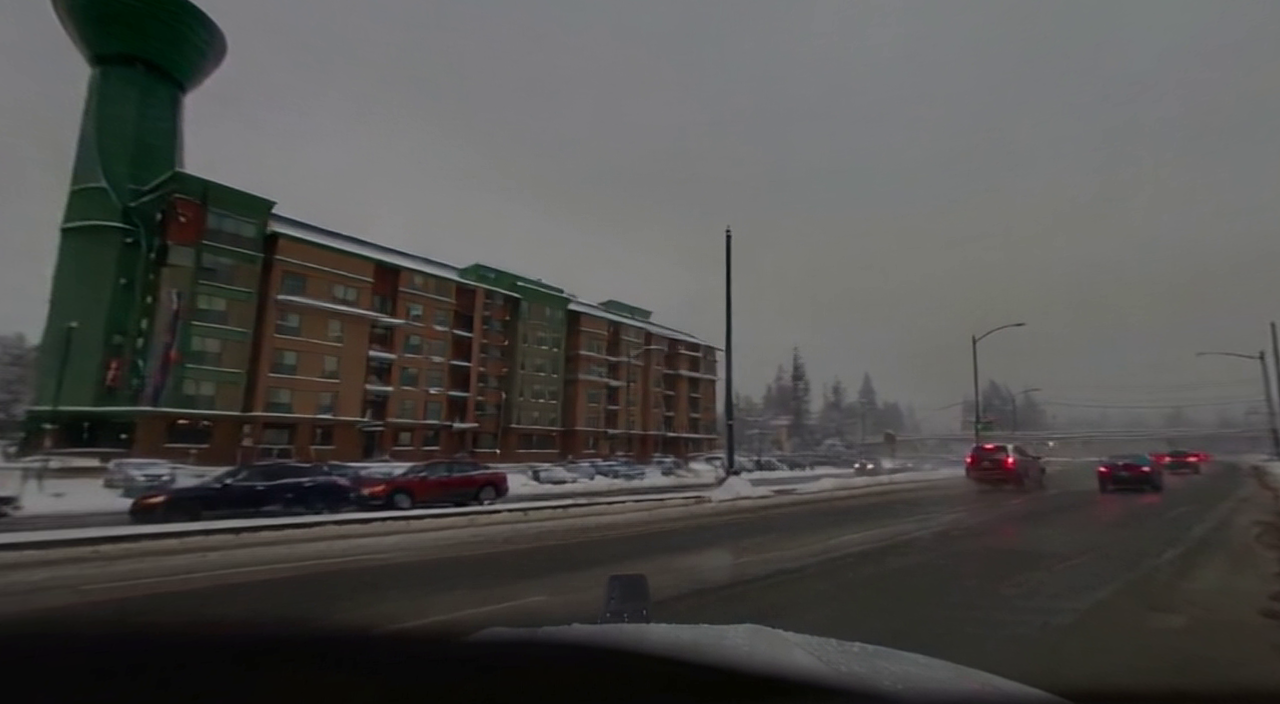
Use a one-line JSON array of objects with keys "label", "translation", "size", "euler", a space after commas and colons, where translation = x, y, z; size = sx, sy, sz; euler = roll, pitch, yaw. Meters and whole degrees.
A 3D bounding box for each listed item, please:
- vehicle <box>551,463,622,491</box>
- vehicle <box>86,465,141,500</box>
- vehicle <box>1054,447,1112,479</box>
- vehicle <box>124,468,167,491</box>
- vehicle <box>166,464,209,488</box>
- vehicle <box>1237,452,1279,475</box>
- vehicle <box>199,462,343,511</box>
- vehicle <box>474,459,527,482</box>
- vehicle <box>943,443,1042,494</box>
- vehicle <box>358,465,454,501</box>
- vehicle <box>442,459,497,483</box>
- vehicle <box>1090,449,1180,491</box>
[{"label": "vehicle", "translation": [-3.510, 8.263, 42.018], "size": [1.875, 1.600, 4.604], "euler": [-8, -12, 42]}, {"label": "vehicle", "translation": [-26.356, 6.449, 31.480], "size": [1.845, 1.509, 3.855], "euler": [7, -11, -41]}, {"label": "vehicle", "translation": [24.855, 6.169, 35.299], "size": [4.011, 1.697, 1.857], "euler": [8, -12, -44]}, {"label": "vehicle", "translation": [-34.680, 8.885, 44.159], "size": [1.914, 1.424, 3.588], "euler": [8, -12, -43]}, {"label": "vehicle", "translation": [-33.126, 9.001, 46.095], "size": [1.871, 1.550, 3.951], "euler": [8, -12, -44]}, {"label": "vehicle", "translation": [42.595, 7.612, 43.323], "size": [1.981, 1.449, 4.533], "euler": [-8, -11, 41]}, {"label": "vehicle", "translation": [-16.392, 5.920, 28.204], "size": [5.127, 1.803, 2.011], "euler": [8, -12, -44]}, {"label": "vehicle", "translation": [-10.309, 8.708, 46.416], "size": [2.113, 1.502, 3.990], "euler": [7, -11, -41]}, {"label": "vehicle", "translation": [13.262, 4.278, 23.584], "size": [2.031, 1.692, 4.284], "euler": [-9, -12, 44]}, {"label": "vehicle", "translation": [-12.096, 6.770, 32.777], "size": [1.884, 1.575, 4.215], "euler": [-8, -12, 42]}, {"label": "vehicle", "translation": [-12.097, 8.395, 44.635], "size": [2.133, 1.494, 4.108], "euler": [7, -11, -41]}, {"label": "vehicle", "translation": [19.536, 4.565, 24.783], "size": [4.710, 1.444, 2.041], "euler": [8, -12, -44]}]
